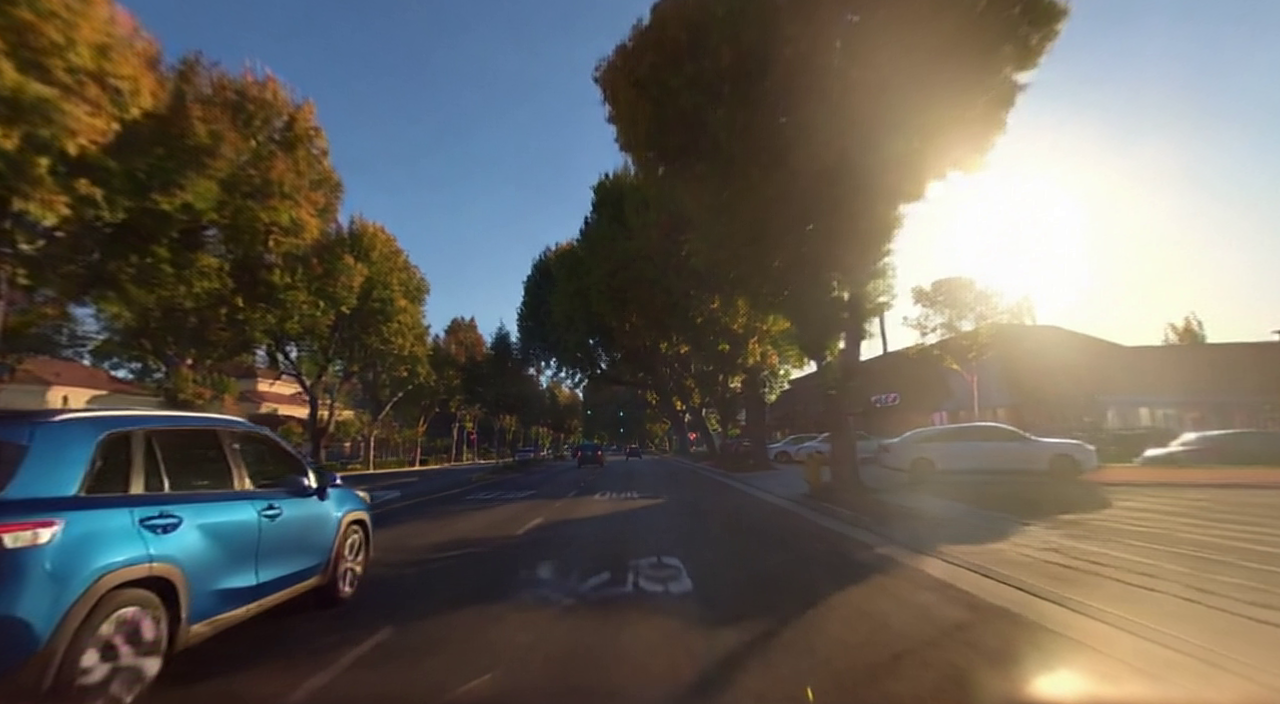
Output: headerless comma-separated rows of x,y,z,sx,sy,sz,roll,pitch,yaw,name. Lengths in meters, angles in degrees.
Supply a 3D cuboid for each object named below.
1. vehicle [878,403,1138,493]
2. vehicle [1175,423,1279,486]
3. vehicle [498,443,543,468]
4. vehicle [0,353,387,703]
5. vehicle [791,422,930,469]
8.722,2.348,15.570,5.031,1.951,2.184,-2,-9,15,vehicle
15.623,2.400,15.037,2.177,1.397,4.511,-3,-8,8,vehicle
-7.486,6.497,39.911,1.990,1.483,4.410,0,-8,0,vehicle
-3.432,1.038,3.719,2.127,1.654,4.121,0,-8,0,vehicle
9.102,3.901,26.362,4.978,1.874,2.079,0,-8,-2,vehicle
